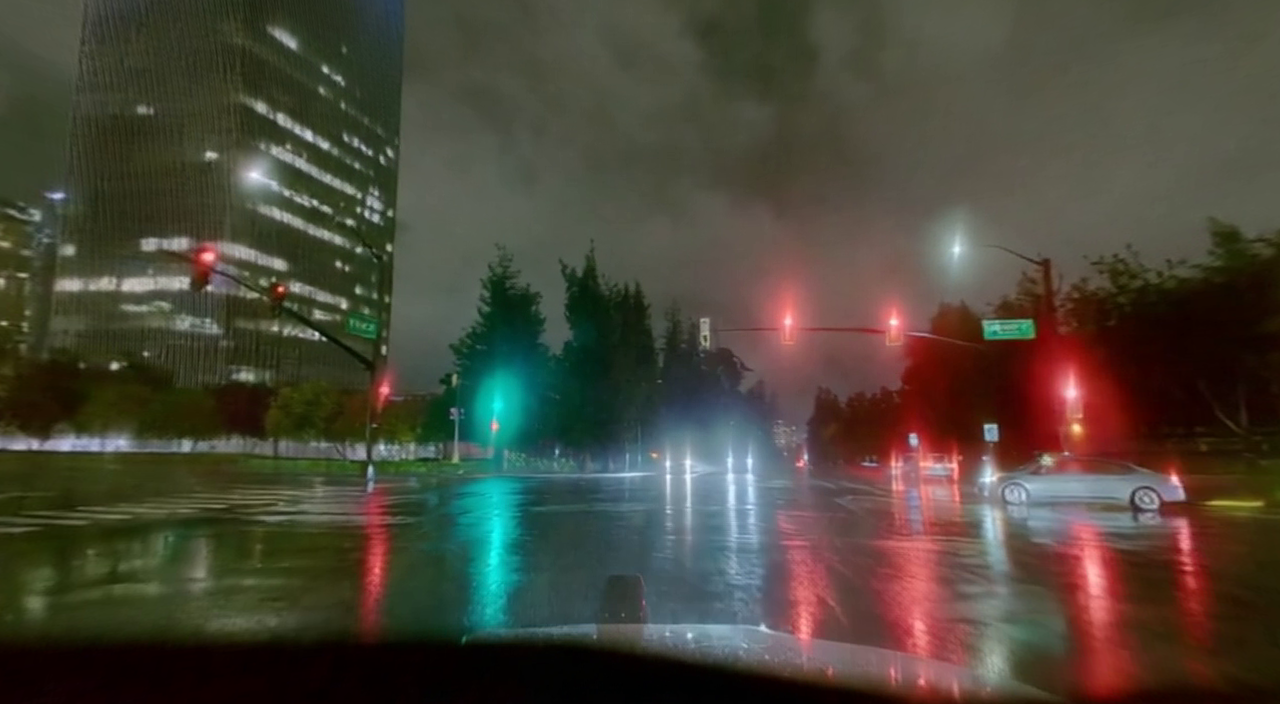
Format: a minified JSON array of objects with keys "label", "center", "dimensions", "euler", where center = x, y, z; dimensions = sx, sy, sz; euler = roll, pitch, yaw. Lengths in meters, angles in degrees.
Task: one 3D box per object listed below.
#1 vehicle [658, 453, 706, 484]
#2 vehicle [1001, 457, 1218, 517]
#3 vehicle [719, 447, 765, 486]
[{"label":"vehicle","center":[2.368,6.283,34.243],"dimensions":[2.068,1.486,4.664],"euler":[-2,-9,10]},{"label":"vehicle","center":[14.186,4.029,19.264],"dimensions":[1.971,1.503,4.896],"euler":[7,-11,-39]},{"label":"vehicle","center":[4.872,5.452,30.255],"dimensions":[2.018,1.699,4.751],"euler":[-1,-9,8]}]
